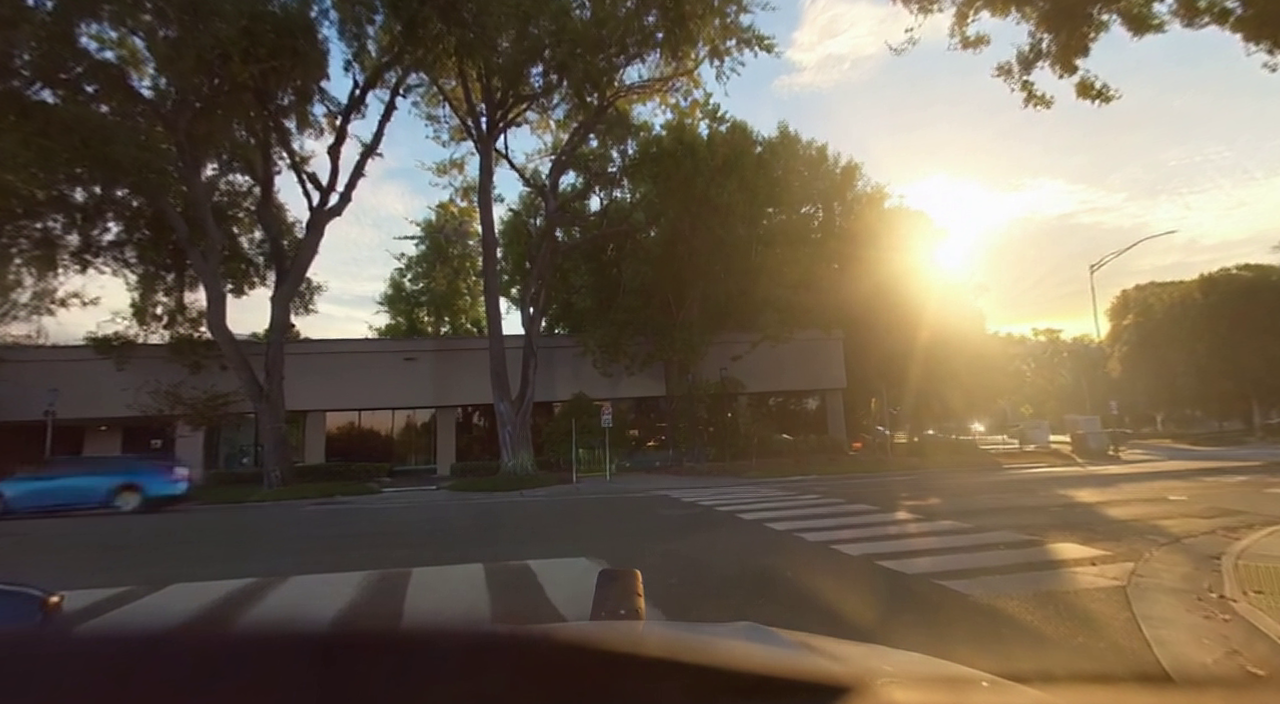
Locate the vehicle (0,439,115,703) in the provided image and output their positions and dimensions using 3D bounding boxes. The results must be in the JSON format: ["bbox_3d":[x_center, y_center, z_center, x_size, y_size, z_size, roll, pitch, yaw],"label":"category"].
[{"bbox_3d":[-3.402,0.808,0.814,2.069,1.413,5.006,2,-9,-13],"label":"vehicle"}]
